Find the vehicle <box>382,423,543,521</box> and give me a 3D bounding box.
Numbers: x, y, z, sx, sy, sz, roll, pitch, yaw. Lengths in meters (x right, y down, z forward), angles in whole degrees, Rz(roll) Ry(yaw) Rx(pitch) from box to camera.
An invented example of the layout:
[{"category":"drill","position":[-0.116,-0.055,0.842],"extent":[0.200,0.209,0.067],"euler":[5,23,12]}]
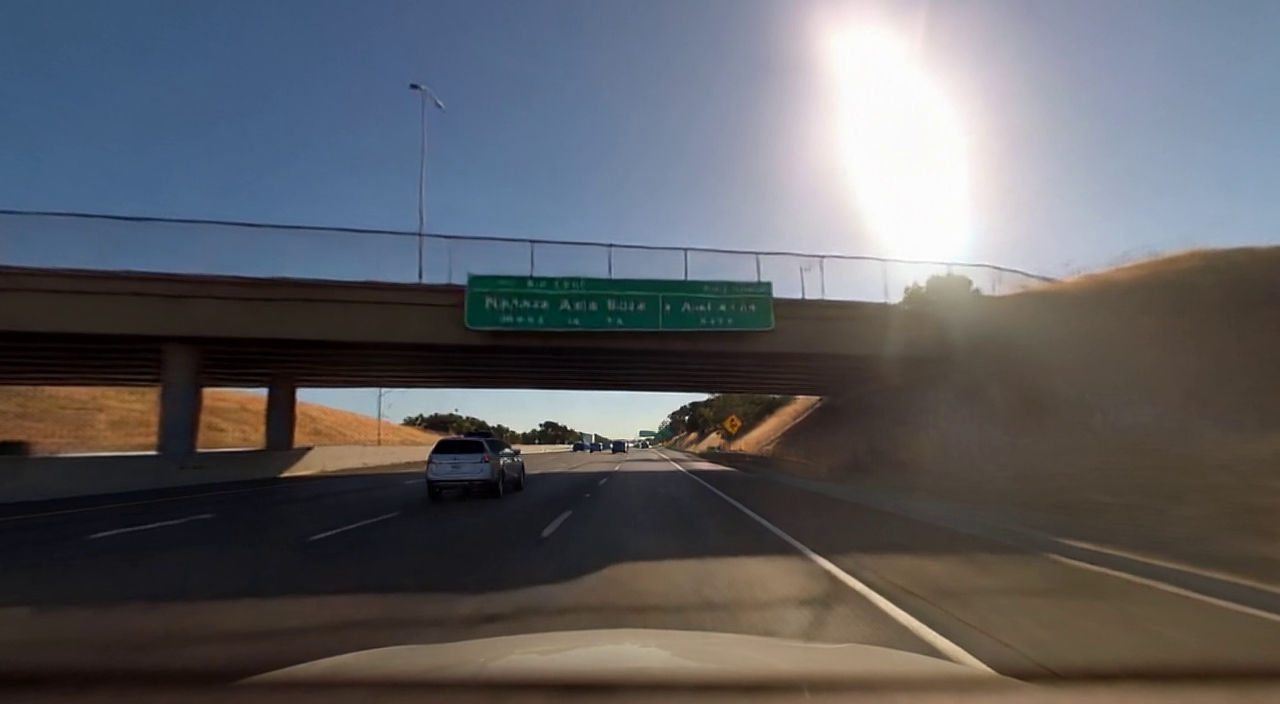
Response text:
[{"category":"vehicle","position":[-3.470,2.442,13.282],"extent":[2.048,1.705,4.384],"euler":[0,-8,1]}]
